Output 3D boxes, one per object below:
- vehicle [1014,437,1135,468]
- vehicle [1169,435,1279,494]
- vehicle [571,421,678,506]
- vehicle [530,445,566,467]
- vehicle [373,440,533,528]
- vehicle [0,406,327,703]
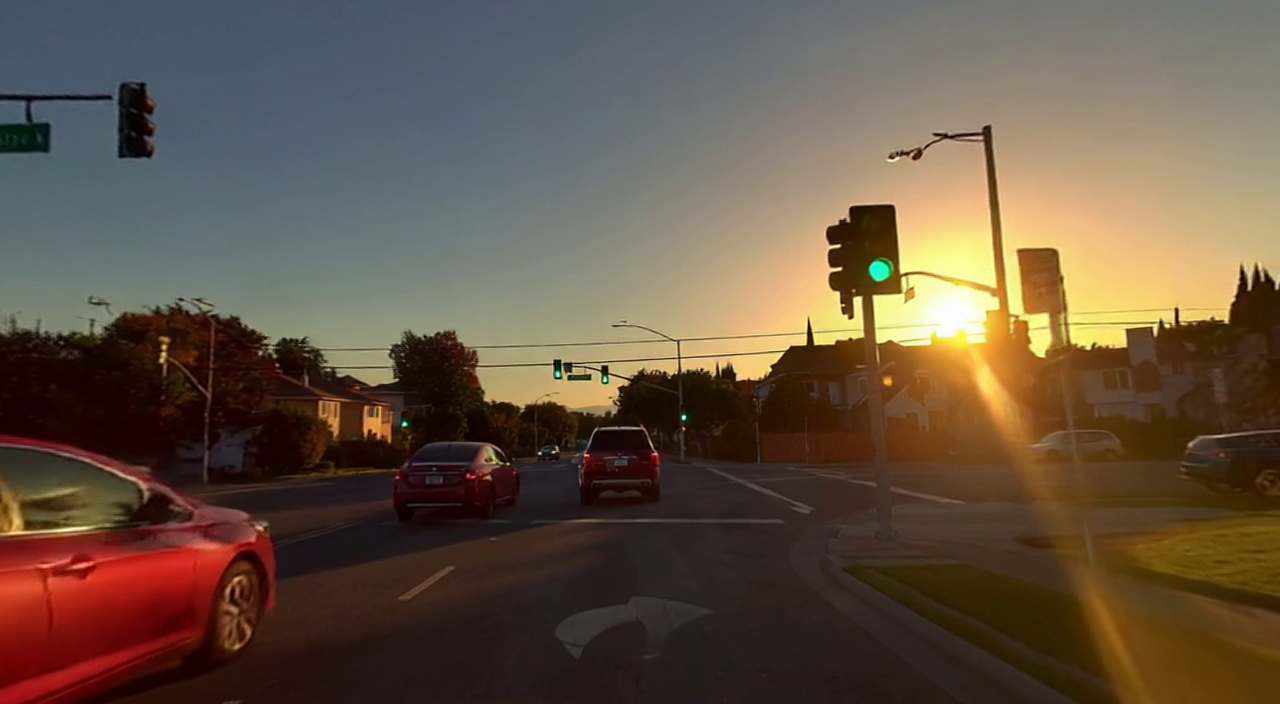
[{"bbox_3d":[20.966,4.877,30.657,4.353,1.431,1.876,-2,-9,13],"label":"vehicle"},{"bbox_3d":[17.013,2.868,16.272,4.715,1.439,1.874,-2,-9,13],"label":"vehicle"},{"bbox_3d":[-0.375,2.854,16.552,2.396,1.881,4.606,0,-8,-1],"label":"vehicle"},{"bbox_3d":[-7.064,8.043,49.014,2.069,1.651,4.431,0,-8,1],"label":"vehicle"},{"bbox_3d":[-3.528,2.542,12.859,1.934,1.459,4.368,0,-8,0],"label":"vehicle"},{"bbox_3d":[-3.424,0.968,2.461,1.977,1.488,4.741,0,-8,0],"label":"vehicle"}]
